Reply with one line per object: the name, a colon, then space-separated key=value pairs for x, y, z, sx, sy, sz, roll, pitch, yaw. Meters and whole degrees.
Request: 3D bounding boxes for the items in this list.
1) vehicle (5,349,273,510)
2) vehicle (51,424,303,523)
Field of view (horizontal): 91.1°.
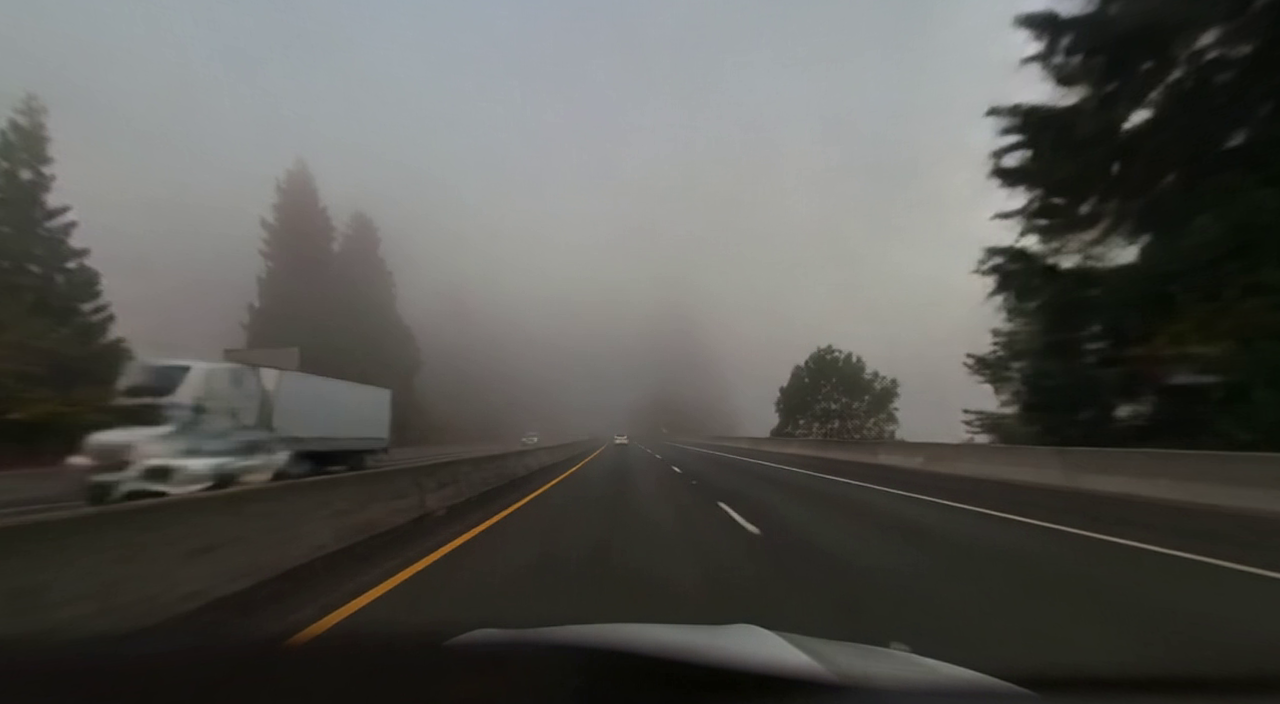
vehicle: x=-14.277 y=2.317 z=18.761 sx=2.984 sy=4.005 sz=5.879 roll=0 pitch=-8 yaw=-1
vehicle: x=-10.019 y=2.624 z=14.215 sx=2.434 sy=1.856 sz=4.296 roll=0 pitch=-8 yaw=-1
